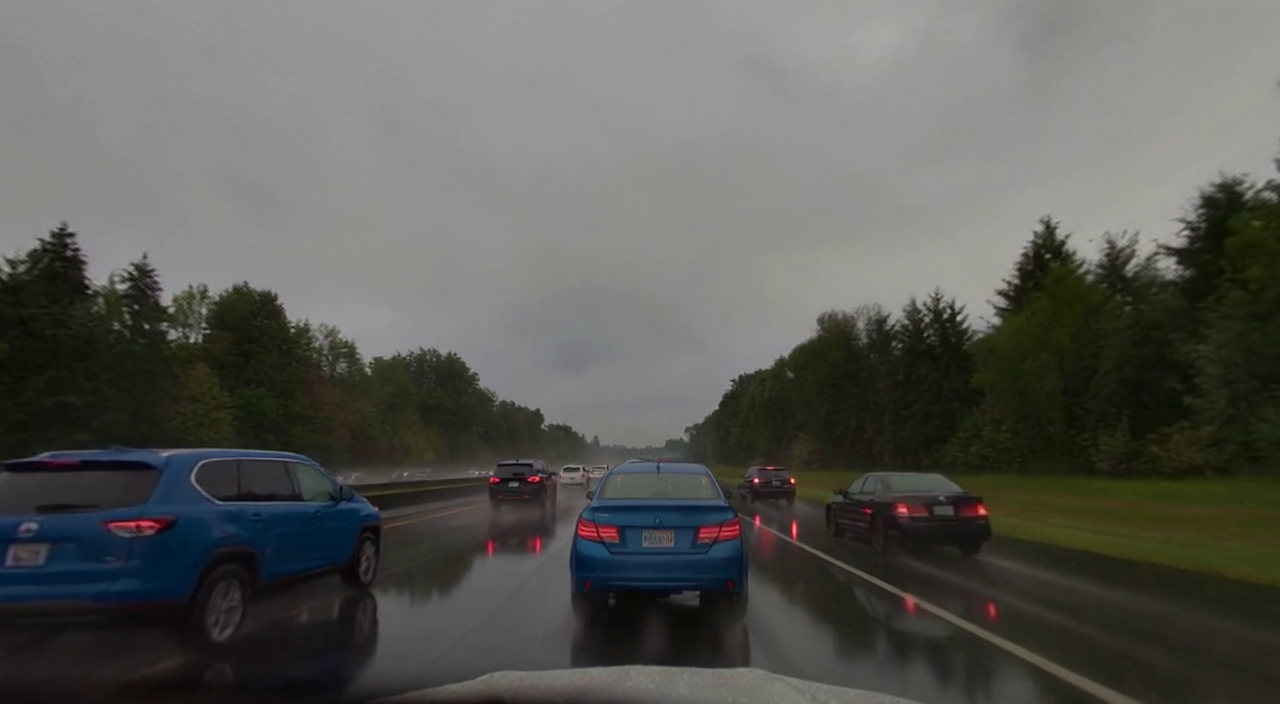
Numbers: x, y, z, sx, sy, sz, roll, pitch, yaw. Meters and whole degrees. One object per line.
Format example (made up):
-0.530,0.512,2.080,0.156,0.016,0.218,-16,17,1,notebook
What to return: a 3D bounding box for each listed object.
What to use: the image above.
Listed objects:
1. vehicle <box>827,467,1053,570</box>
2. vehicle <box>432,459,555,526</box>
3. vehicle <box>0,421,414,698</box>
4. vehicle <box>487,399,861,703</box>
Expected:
4.795,2.712,10.920,1.870,1.382,4.287,0,-11,1,vehicle
-3.686,3.655,16.808,1.960,1.502,4.593,0,-11,3,vehicle
-3.919,1.583,5.831,1.994,1.556,4.263,0,-11,1,vehicle
0.162,1.519,5.627,2.057,1.725,4.126,1,-11,-1,vehicle
